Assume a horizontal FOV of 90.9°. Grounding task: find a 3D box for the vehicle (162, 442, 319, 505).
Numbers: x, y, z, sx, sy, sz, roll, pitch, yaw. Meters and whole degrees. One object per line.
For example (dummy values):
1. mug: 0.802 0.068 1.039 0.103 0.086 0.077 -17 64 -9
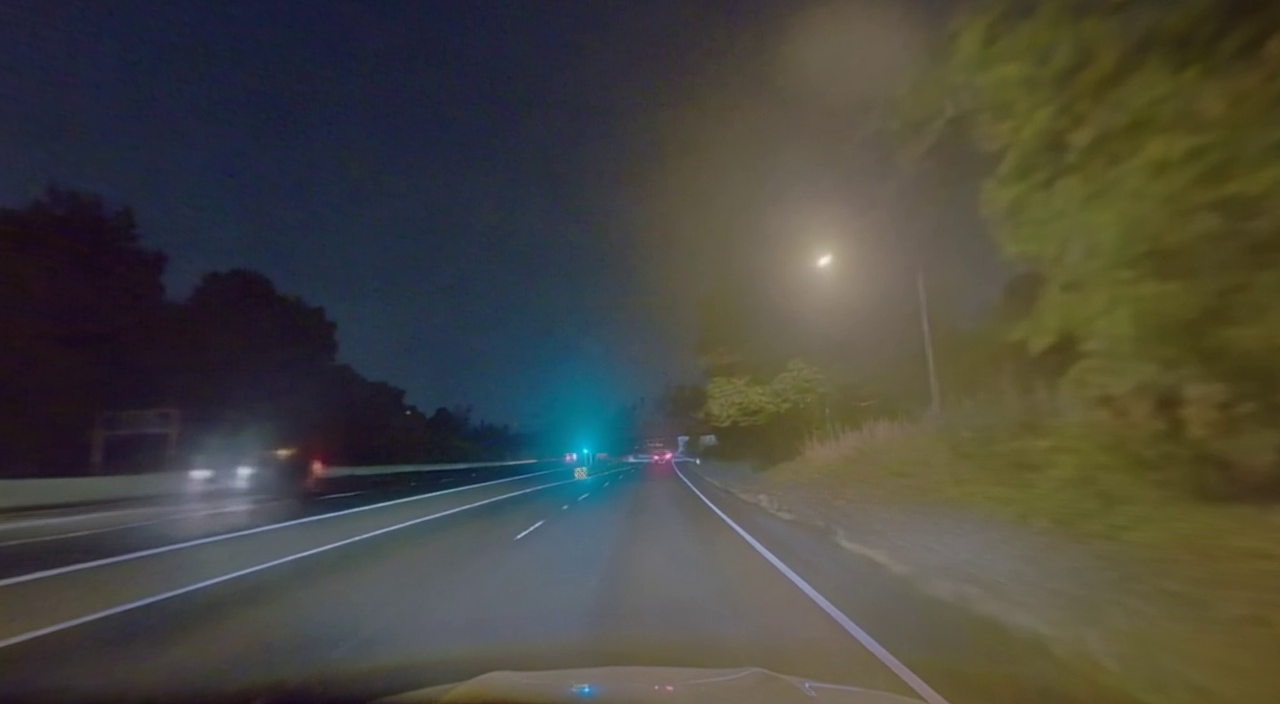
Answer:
1. vehicle: -12.097 3.679 19.546 1.981 1.676 4.508 0 -9 -2
